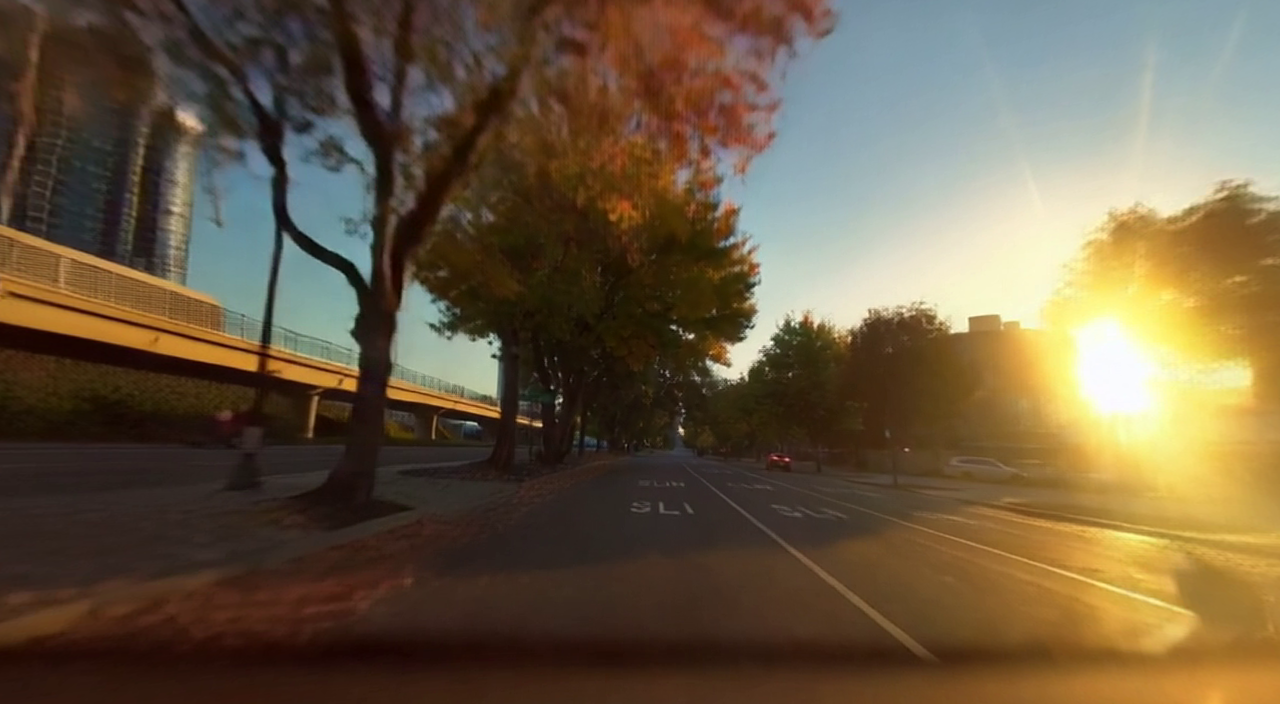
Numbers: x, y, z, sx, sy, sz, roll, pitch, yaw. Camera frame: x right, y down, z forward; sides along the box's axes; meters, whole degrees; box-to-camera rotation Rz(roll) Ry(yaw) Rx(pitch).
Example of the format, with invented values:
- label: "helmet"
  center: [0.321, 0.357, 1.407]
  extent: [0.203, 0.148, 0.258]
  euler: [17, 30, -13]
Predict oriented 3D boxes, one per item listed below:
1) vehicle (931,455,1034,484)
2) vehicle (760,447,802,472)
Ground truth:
- label: "vehicle"
  center: [19.950, 6.869, 36.885]
  extent: [4.635, 1.552, 2.334]
  euler: [0, -9, 1]
- label: "vehicle"
  center: [10.962, 8.371, 49.262]
  extent: [2.187, 1.871, 4.576]
  euler: [0, -9, 0]
